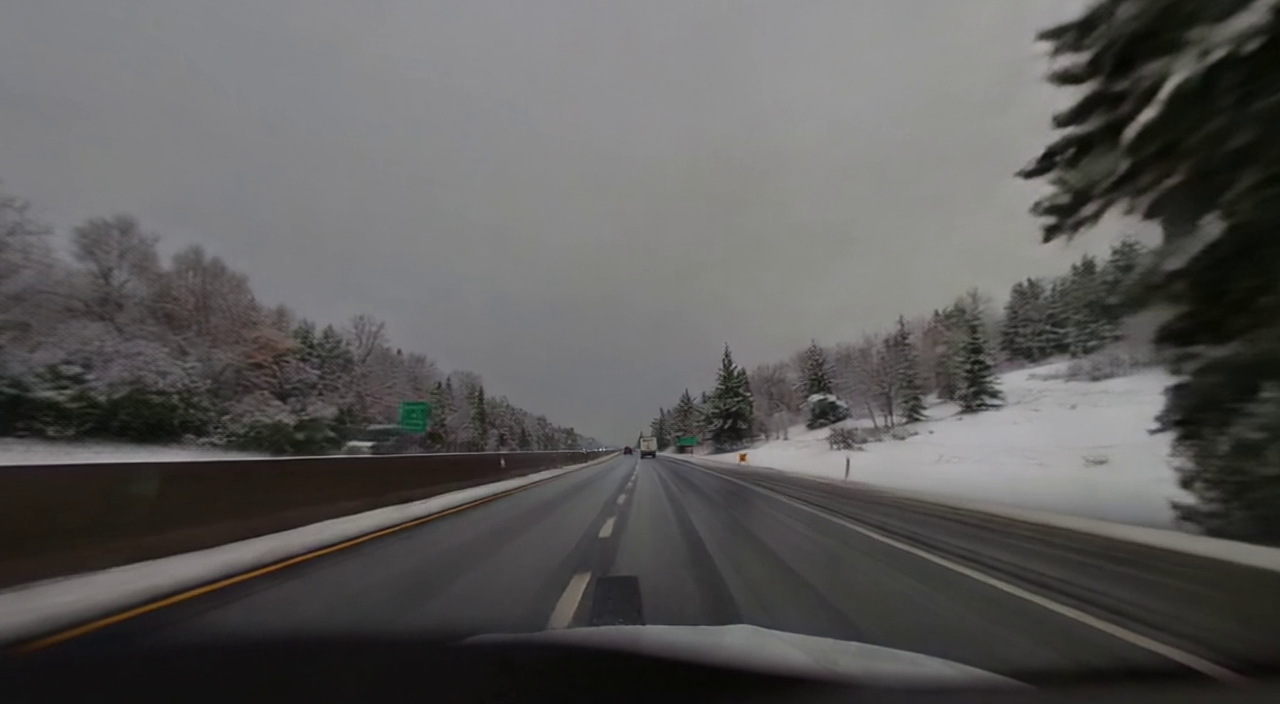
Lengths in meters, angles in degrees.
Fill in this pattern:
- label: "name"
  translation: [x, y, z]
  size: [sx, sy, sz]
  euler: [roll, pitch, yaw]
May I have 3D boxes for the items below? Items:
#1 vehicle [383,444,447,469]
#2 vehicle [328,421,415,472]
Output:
- label: "vehicle"
  translation: [-15.000, 6.974, 42.372]
  size: [2.412, 1.559, 4.857]
  euler: [0, -9, 1]
- label: "vehicle"
  translation: [-15.068, 5.376, 35.813]
  size: [2.205, 2.628, 5.912]
  euler: [0, -9, 1]
